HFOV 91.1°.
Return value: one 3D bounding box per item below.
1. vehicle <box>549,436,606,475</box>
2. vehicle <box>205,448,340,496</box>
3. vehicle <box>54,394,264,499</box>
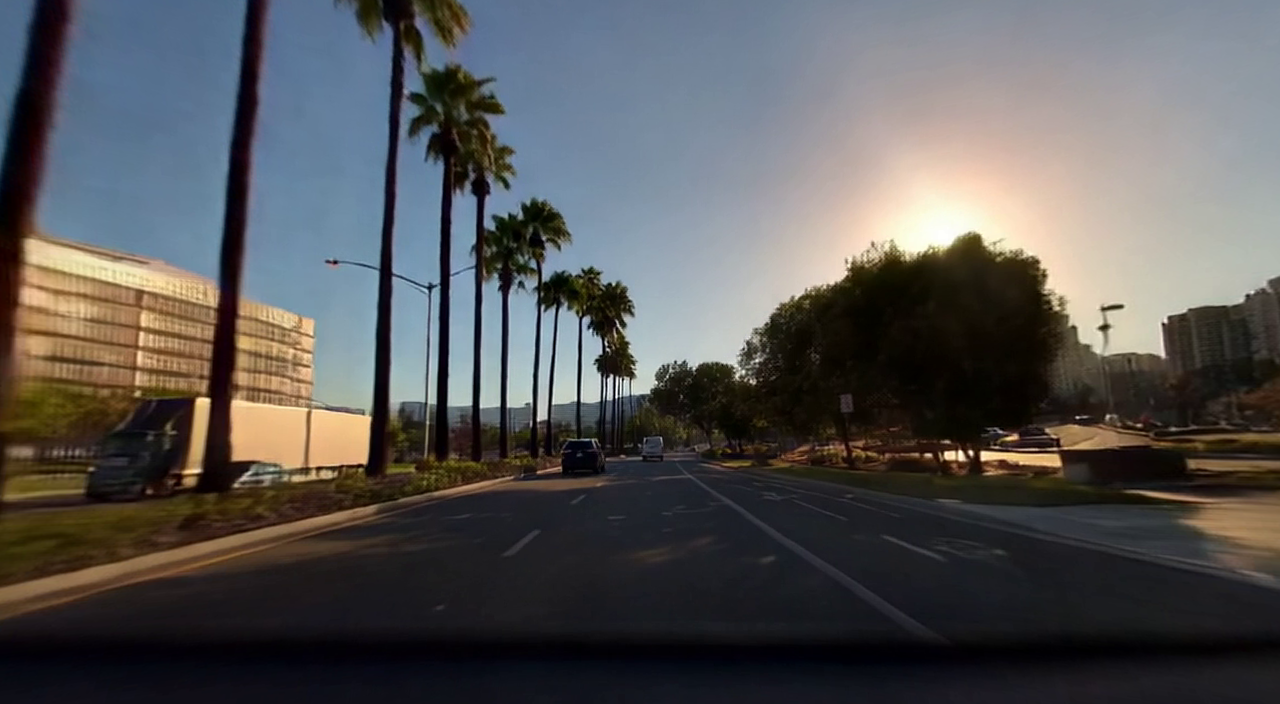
[{"bbox_3d":[-3.100,5.246,31.990,2.188,1.819,4.667,-1,-8,3],"label":"vehicle"},{"bbox_3d":[-16.075,5.257,27.998,2.402,1.844,5.766,0,-8,2],"label":"vehicle"},{"bbox_3d":[-20.799,4.288,27.958,3.298,4.031,7.060,0,-10,3],"label":"vehicle"}]
